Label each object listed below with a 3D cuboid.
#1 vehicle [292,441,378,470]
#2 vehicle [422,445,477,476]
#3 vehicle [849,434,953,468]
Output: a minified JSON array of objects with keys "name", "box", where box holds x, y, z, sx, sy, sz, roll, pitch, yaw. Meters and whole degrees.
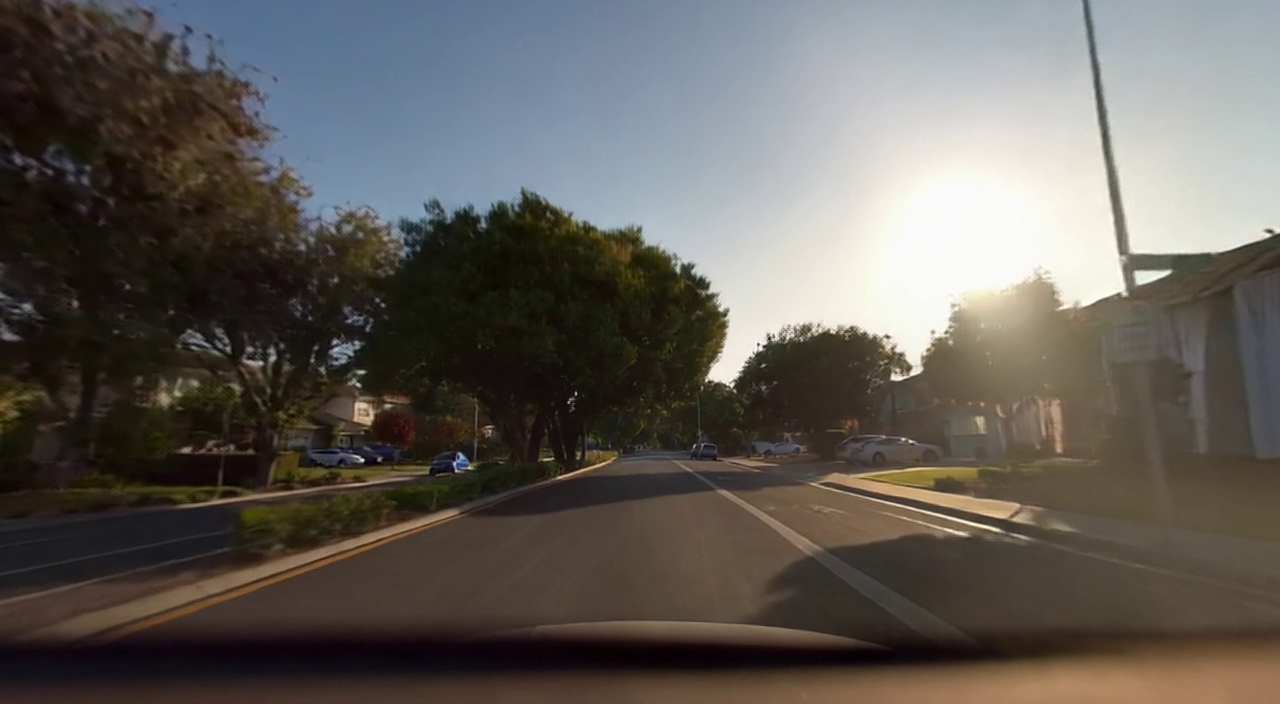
[{"name":"vehicle","box":[-21.070,7.163,43.782,4.830,1.857,2.183,-1,-9,2]},{"name":"vehicle","box":[-11.331,6.508,37.883,2.020,1.691,4.308,-2,-10,-2]},{"name":"vehicle","box":[14.169,5.423,34.527,4.775,1.524,1.983,-4,-9,3]}]
